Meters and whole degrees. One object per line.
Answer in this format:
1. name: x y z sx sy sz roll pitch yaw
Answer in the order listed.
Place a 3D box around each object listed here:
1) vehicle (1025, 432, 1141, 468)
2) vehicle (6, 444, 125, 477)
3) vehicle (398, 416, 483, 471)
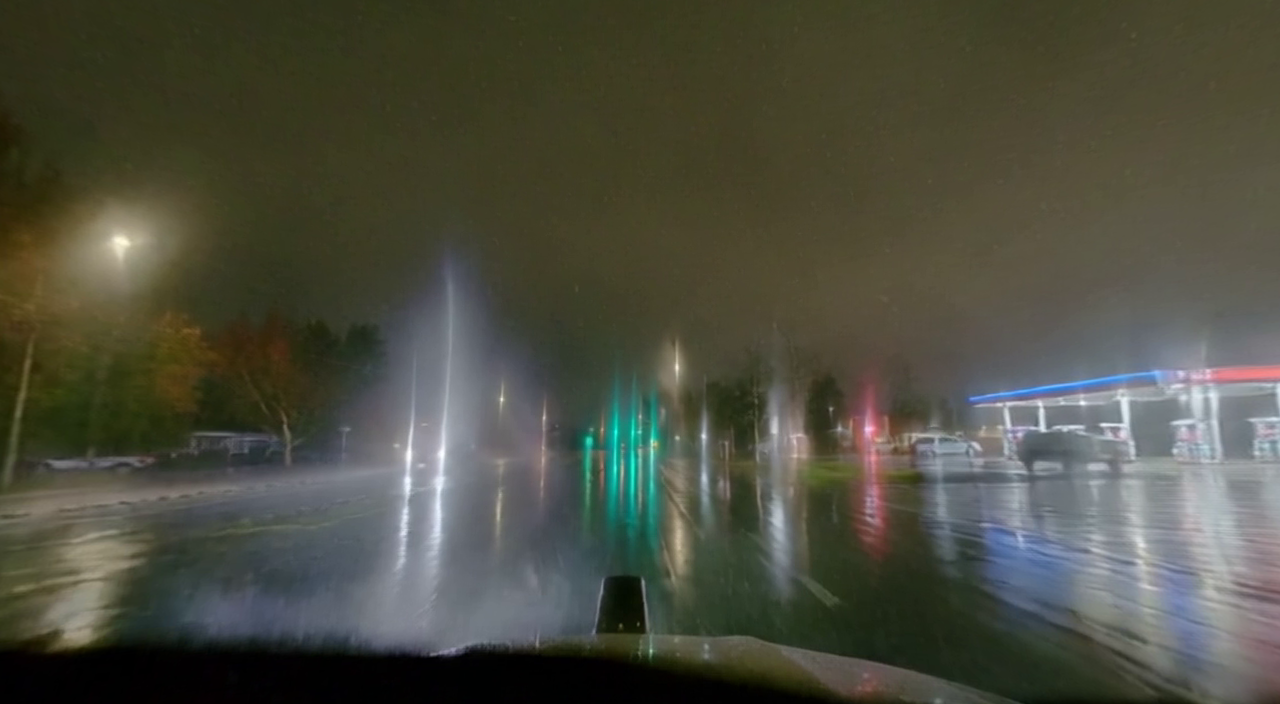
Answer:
1. vehicle: 19.316 4.293 27.825 1.994 1.452 4.227 0 -8 0
2. vehicle: -30.926 5.812 34.106 4.290 1.701 2.002 0 -8 -4
3. vehicle: -12.195 5.684 39.282 2.931 3.122 6.555 0 -8 1
